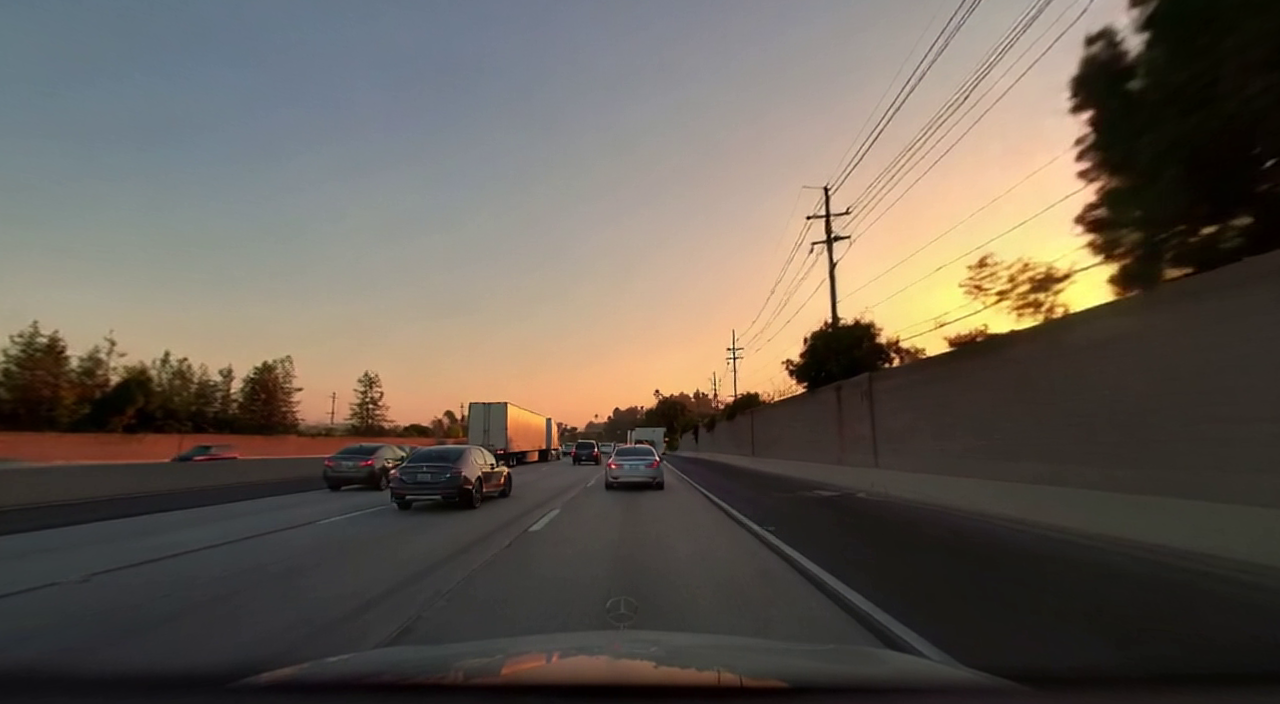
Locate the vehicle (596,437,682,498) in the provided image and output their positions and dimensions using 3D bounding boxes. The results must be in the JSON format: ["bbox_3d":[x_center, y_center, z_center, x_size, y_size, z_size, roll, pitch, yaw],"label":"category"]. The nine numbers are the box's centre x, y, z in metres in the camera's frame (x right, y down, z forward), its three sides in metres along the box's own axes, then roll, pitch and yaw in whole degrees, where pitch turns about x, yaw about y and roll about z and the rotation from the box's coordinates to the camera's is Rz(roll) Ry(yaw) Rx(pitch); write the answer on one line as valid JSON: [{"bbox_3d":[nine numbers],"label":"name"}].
[{"bbox_3d":[-0.045,3.135,17.465,2.089,1.477,3.818,0,-8,-1],"label":"vehicle"}]

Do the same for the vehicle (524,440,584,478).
[{"bbox_3d":[-3.588,4.537,27.113,1.870,1.485,4.304,0,-8,1],"label":"vehicle"}]

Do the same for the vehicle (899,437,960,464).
[{"bbox_3d":[18.240,6.222,40.026,1.936,1.591,4.362,0,-8,2],"label":"vehicle"}]

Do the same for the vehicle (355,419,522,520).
[{"bbox_3d":[-3.853,2.326,12.987,1.923,1.716,4.289,0,-9,1],"label":"vehicle"}]

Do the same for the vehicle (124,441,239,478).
[{"bbox_3d":[-19.933,4.682,27.746,1.817,1.490,4.336,0,-8,0],"label":"vehicle"}]
